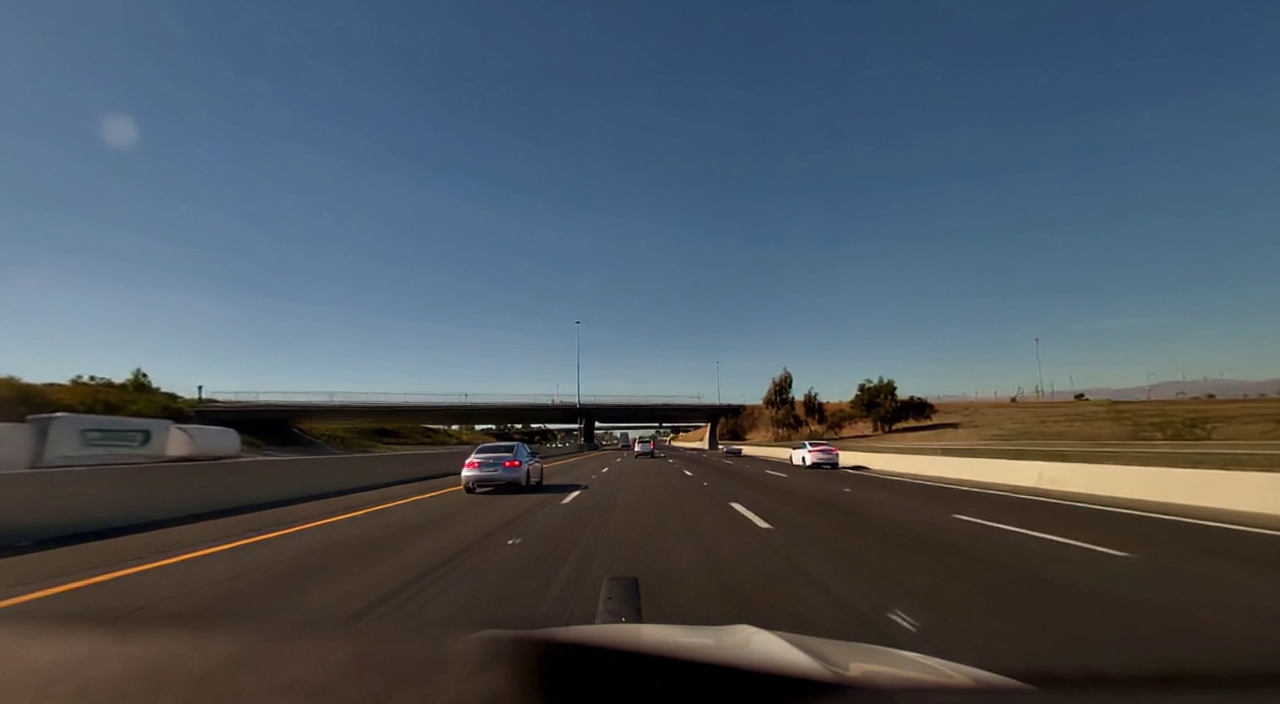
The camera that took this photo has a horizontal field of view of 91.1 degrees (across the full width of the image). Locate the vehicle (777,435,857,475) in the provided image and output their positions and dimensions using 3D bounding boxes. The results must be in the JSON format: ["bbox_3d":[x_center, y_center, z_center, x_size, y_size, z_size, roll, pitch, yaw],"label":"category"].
[{"bbox_3d":[7.292,4.309,26.447,1.870,1.493,5.015,0,-8,-1],"label":"vehicle"}]

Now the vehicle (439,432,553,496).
[{"bbox_3d":[-3.815,3.058,17.504,2.050,1.546,4.344,0,-8,1],"label":"vehicle"}]

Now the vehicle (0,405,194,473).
[{"bbox_3d":[-38.968,6.198,44.090,2.870,3.956,16.880,0,-8,0],"label":"vehicle"}]
